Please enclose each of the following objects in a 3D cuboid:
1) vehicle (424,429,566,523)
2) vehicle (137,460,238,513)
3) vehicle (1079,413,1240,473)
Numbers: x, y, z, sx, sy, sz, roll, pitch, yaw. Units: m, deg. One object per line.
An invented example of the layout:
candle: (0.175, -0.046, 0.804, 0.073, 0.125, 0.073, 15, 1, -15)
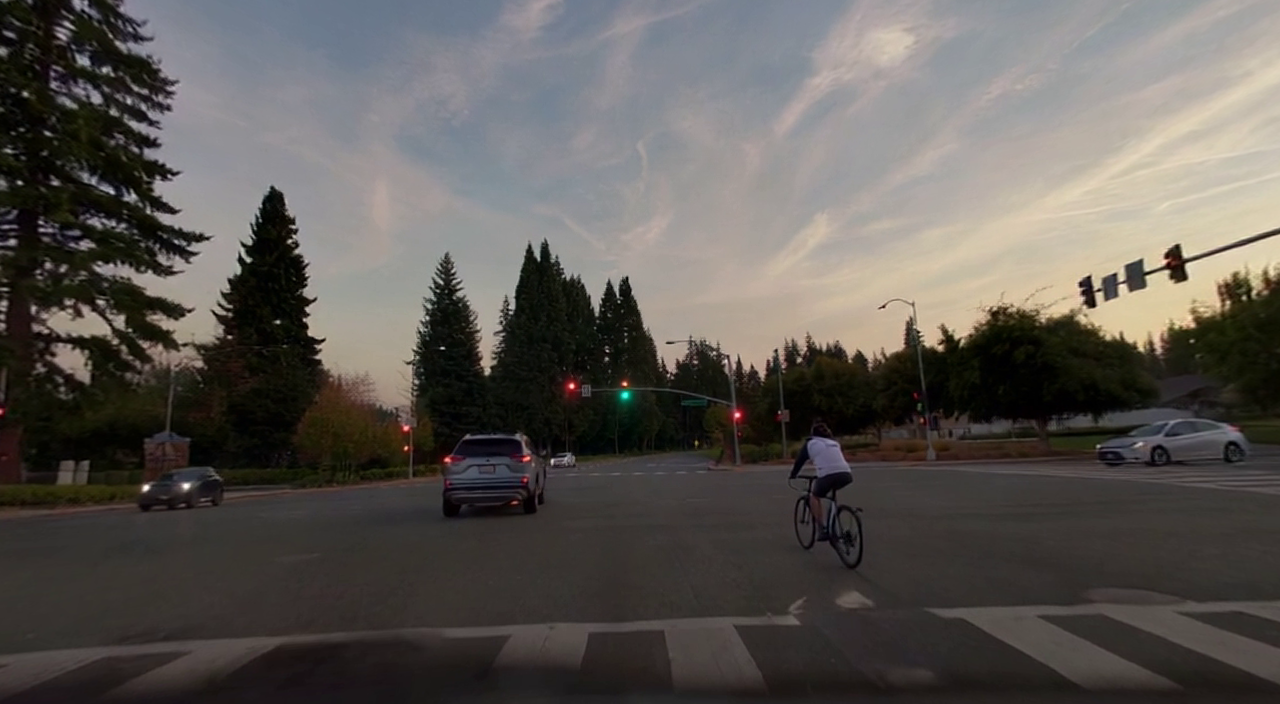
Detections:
vehicle: (-3.001, 2.689, 14.254, 2.049, 1.756, 4.602, 0, -9, 1)
vehicle: (-15.032, 4.411, 21.215, 2.171, 1.474, 4.513, 5, -10, -29)
vehicle: (18.928, 3.327, 23.085, 4.237, 1.948, 1.997, -1, -9, -8)
